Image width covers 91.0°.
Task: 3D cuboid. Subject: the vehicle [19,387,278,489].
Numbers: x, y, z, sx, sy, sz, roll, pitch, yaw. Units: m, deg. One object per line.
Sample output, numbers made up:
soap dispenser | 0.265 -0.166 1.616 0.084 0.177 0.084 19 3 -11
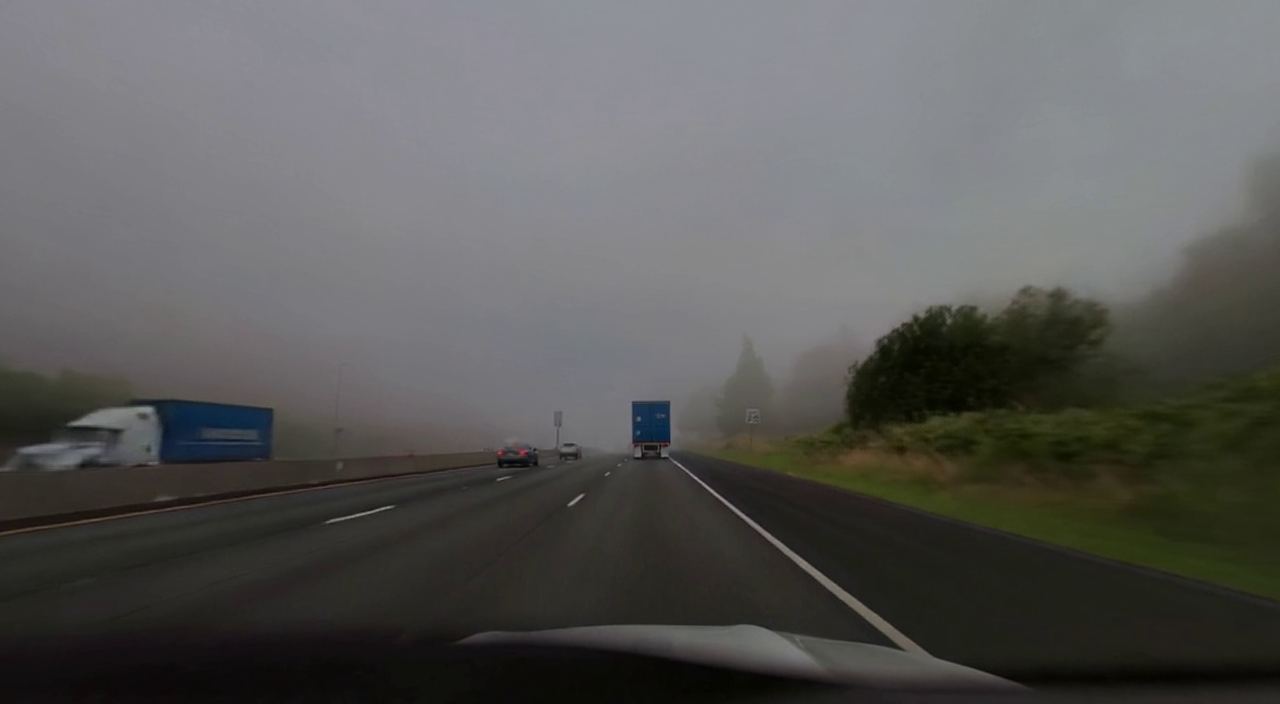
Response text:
vehicle | -20.330 3.784 27.399 3.005 3.574 10.095 0 -8 0

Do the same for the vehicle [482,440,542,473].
vehicle | -6.392 5.277 31.992 2.017 1.517 4.766 0 -8 1
